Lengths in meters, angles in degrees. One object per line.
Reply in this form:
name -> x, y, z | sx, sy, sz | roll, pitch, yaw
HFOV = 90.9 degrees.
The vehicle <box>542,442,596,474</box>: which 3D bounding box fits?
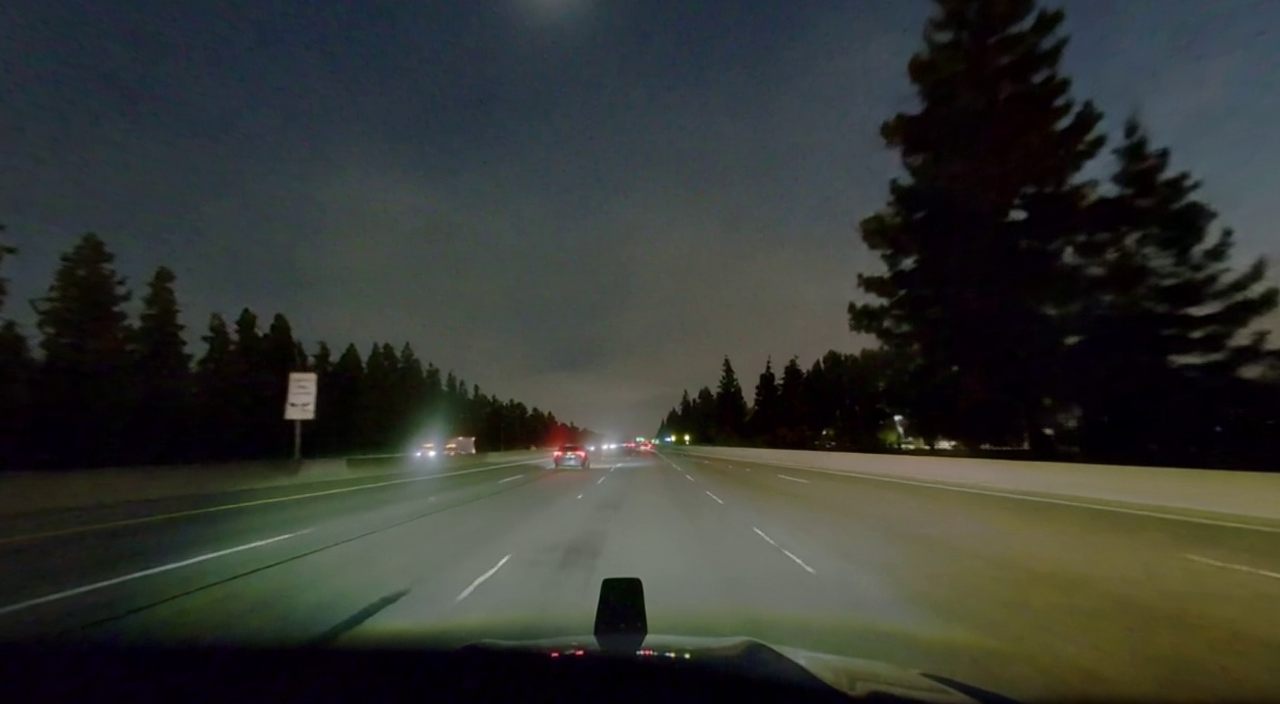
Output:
vehicle -> -3.445, 5.224, 31.353 | 2.128, 1.450, 4.078 | -1, -9, 1
